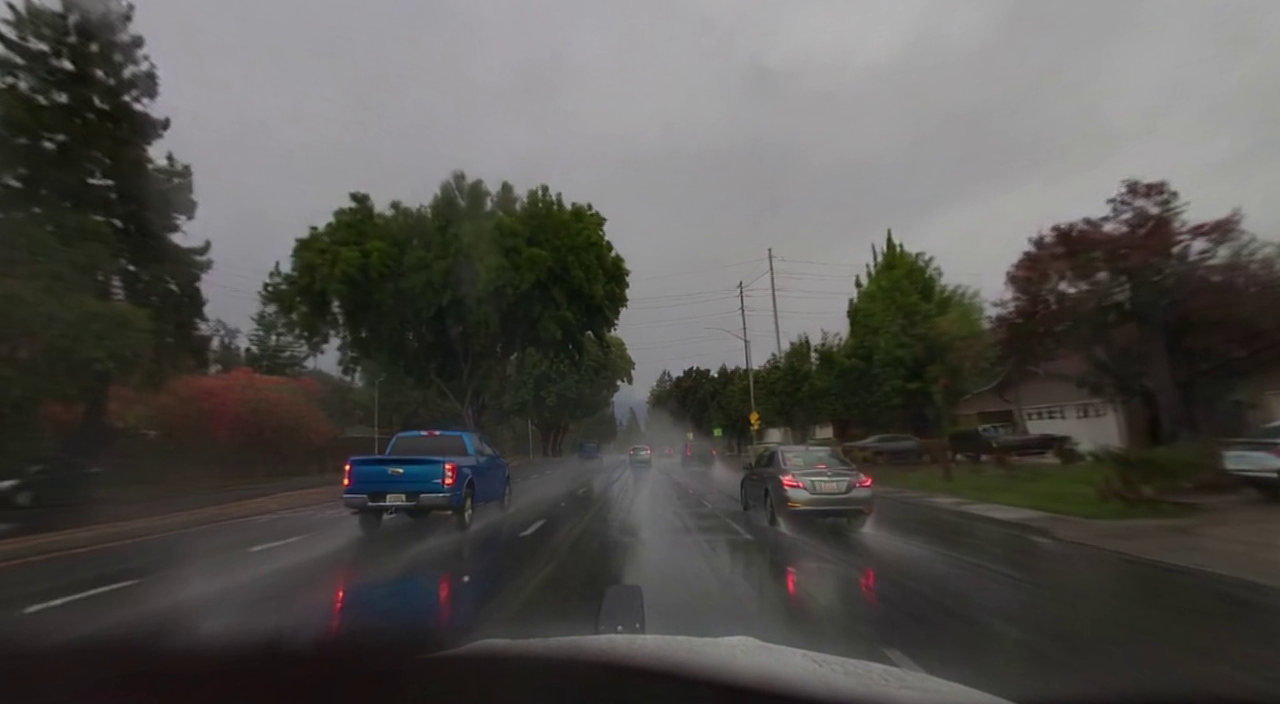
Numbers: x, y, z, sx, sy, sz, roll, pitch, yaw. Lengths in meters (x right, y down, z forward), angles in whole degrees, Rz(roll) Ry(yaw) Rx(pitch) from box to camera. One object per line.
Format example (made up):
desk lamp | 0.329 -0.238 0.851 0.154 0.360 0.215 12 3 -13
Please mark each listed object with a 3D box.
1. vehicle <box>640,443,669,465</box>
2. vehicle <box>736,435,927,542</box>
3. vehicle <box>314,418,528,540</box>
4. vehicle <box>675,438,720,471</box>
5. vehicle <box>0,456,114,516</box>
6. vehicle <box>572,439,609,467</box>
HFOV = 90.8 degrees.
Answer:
vehicle | 1.048 7.877 48.993 1.997 1.636 3.760 0 -8 -3
vehicle | 2.983 2.209 10.917 1.884 1.463 4.195 0 -8 -1
vehicle | -3.649 2.232 11.849 2.111 1.745 5.274 0 -8 0
vehicle | 3.291 5.994 37.124 2.099 1.845 4.363 0 -8 -2
vehicle | -18.308 3.894 18.619 1.841 1.554 4.260 0 -8 1
vehicle | -3.427 7.047 44.191 2.218 1.829 4.492 0 -8 0
